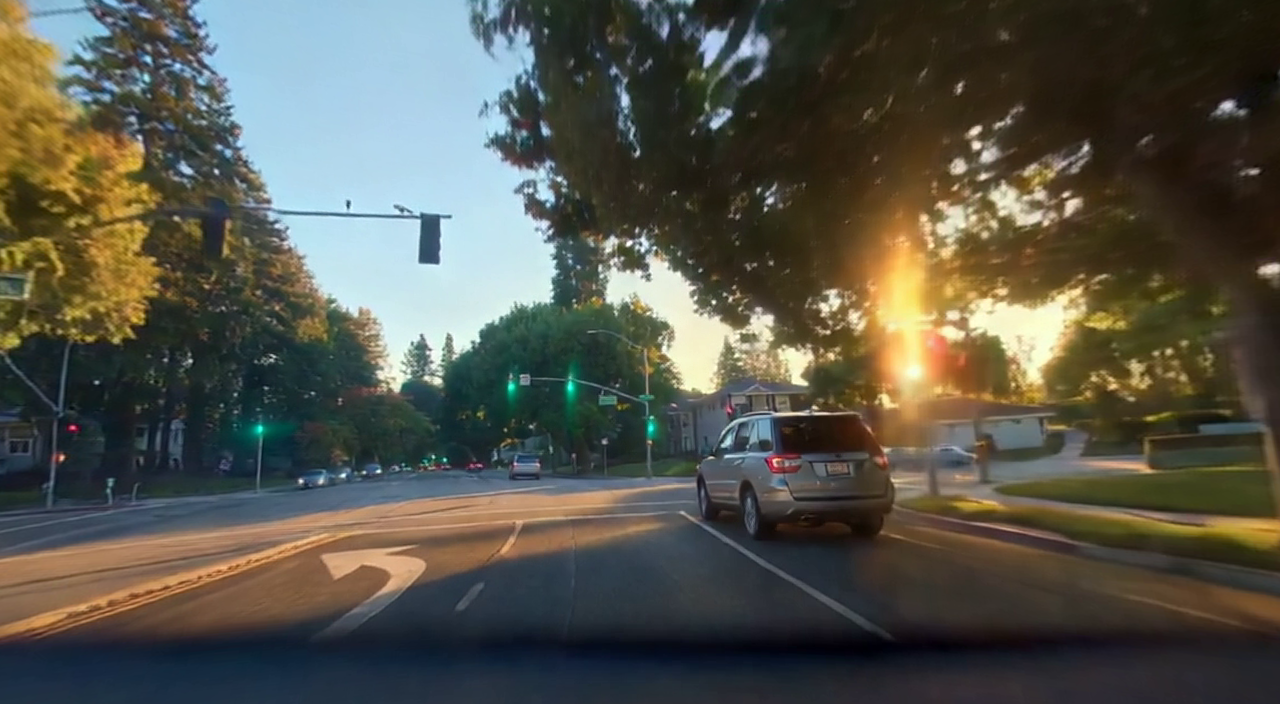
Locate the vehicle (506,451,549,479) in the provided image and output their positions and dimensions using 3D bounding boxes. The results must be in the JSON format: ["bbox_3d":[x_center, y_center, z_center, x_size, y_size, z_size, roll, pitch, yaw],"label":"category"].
[{"bbox_3d":[-7.431,7.361,41.305,2.138,1.729,4.178,3,-9,-18],"label":"vehicle"}]

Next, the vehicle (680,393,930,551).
[{"bbox_3d":[2.414,2.022,11.294,2.338,2.063,5.592,1,-9,-7],"label":"vehicle"}]

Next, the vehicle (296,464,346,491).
[{"bbox_3d":[-21.535,8.487,42.768,1.955,1.509,4.640,-1,-9,-13],"label":"vehicle"}]
